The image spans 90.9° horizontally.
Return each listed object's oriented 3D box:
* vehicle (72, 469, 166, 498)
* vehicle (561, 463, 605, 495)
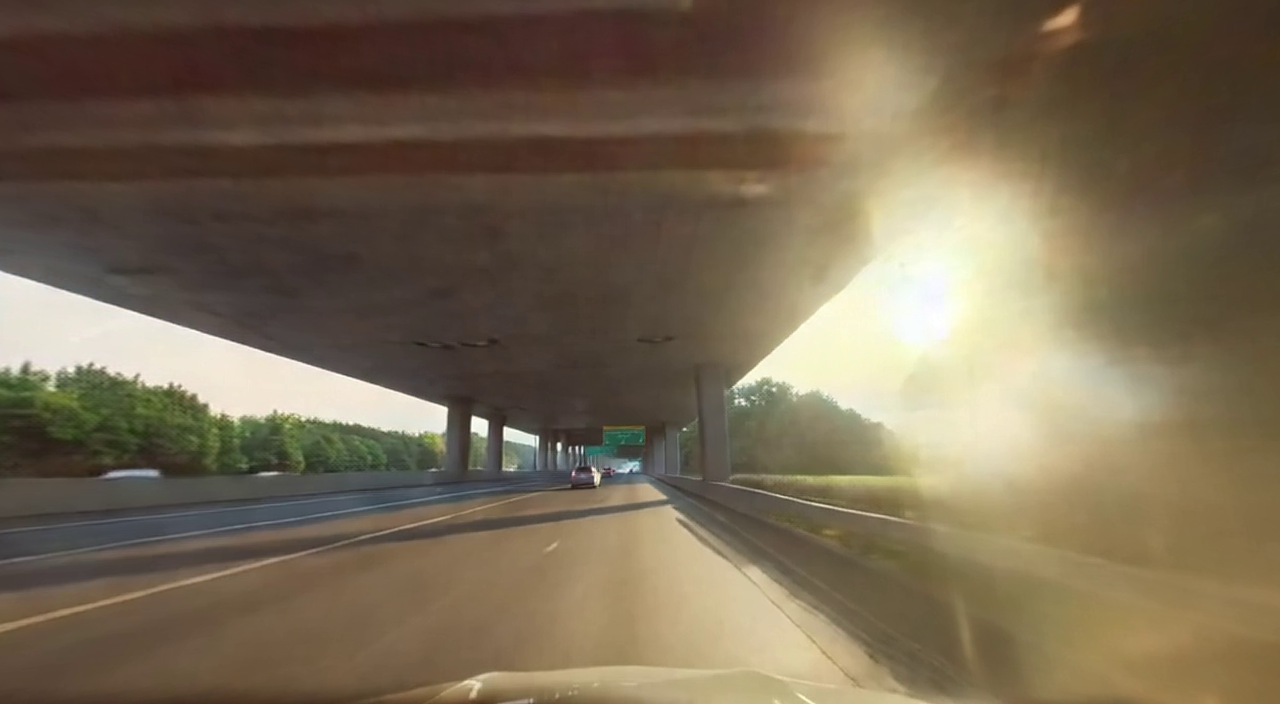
[{"bbox_3d":[-29.477,7.438,35.796,1.813,1.479,4.028,1,-11,0],"label":"vehicle"},{"bbox_3d":[-3.163,7.193,35.667,2.092,1.642,3.895,1,-11,0],"label":"vehicle"}]
